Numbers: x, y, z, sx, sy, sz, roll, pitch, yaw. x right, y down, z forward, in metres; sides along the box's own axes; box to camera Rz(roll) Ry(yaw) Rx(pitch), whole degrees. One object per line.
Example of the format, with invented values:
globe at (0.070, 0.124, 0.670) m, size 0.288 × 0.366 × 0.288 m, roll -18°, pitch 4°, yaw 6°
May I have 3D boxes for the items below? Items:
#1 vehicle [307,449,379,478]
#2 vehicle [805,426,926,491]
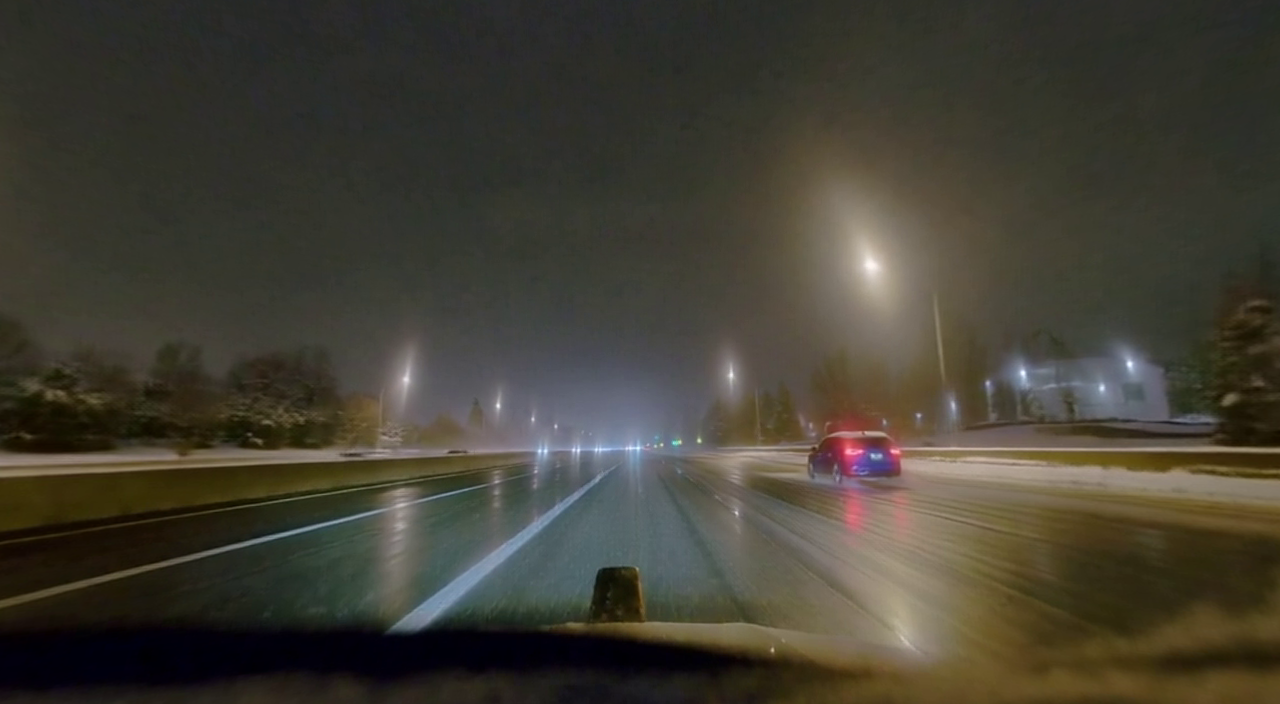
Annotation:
vehicle at (-17.638, 6.614, 37.754) m, size 1.976 × 1.606 × 4.626 m, roll 0°, pitch -9°, yaw 0°
vehicle at (7.294, 3.511, 21.079) m, size 2.222 × 1.899 × 4.595 m, roll 0°, pitch -9°, yaw -1°
